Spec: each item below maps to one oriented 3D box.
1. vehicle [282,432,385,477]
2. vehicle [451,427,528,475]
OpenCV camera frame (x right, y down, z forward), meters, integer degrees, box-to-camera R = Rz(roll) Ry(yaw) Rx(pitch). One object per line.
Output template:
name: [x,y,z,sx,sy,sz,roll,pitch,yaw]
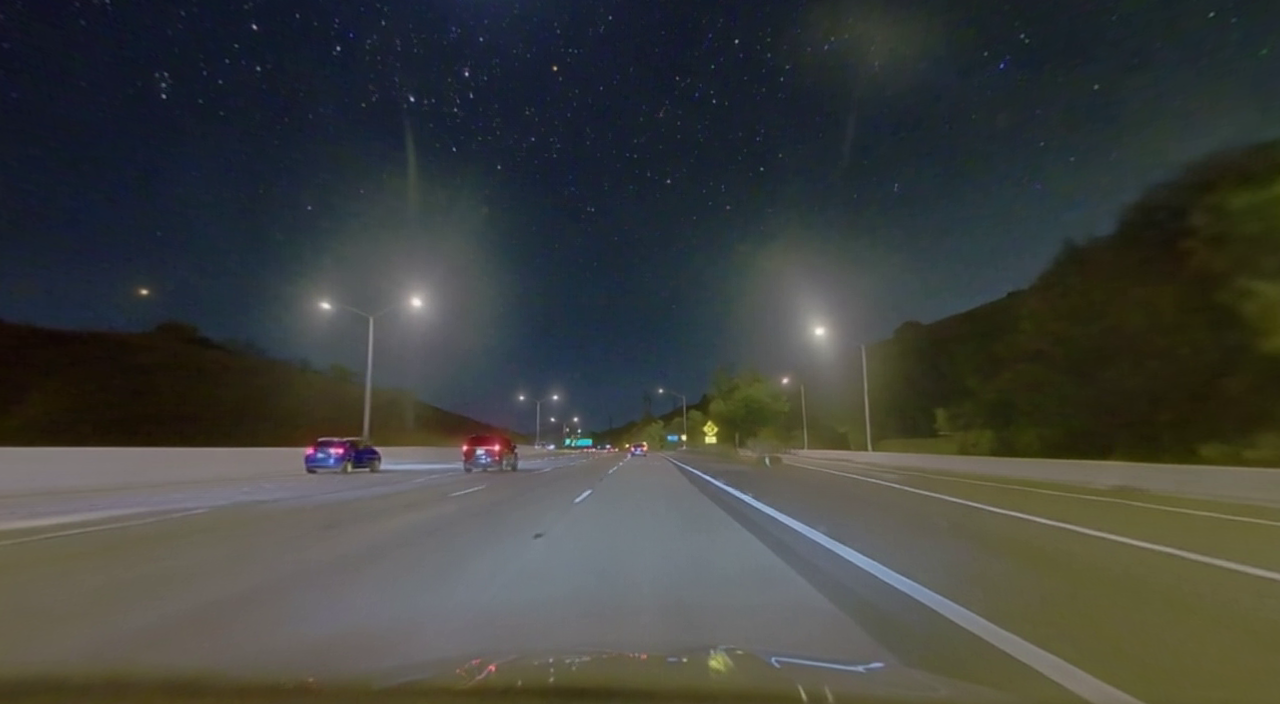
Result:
vehicle: [-13.629,4.596,28.429,2.079,1.822,4.893,0,-9,1]
vehicle: [-6.663,4.479,28.568,2.219,1.947,4.924,0,-9,1]
